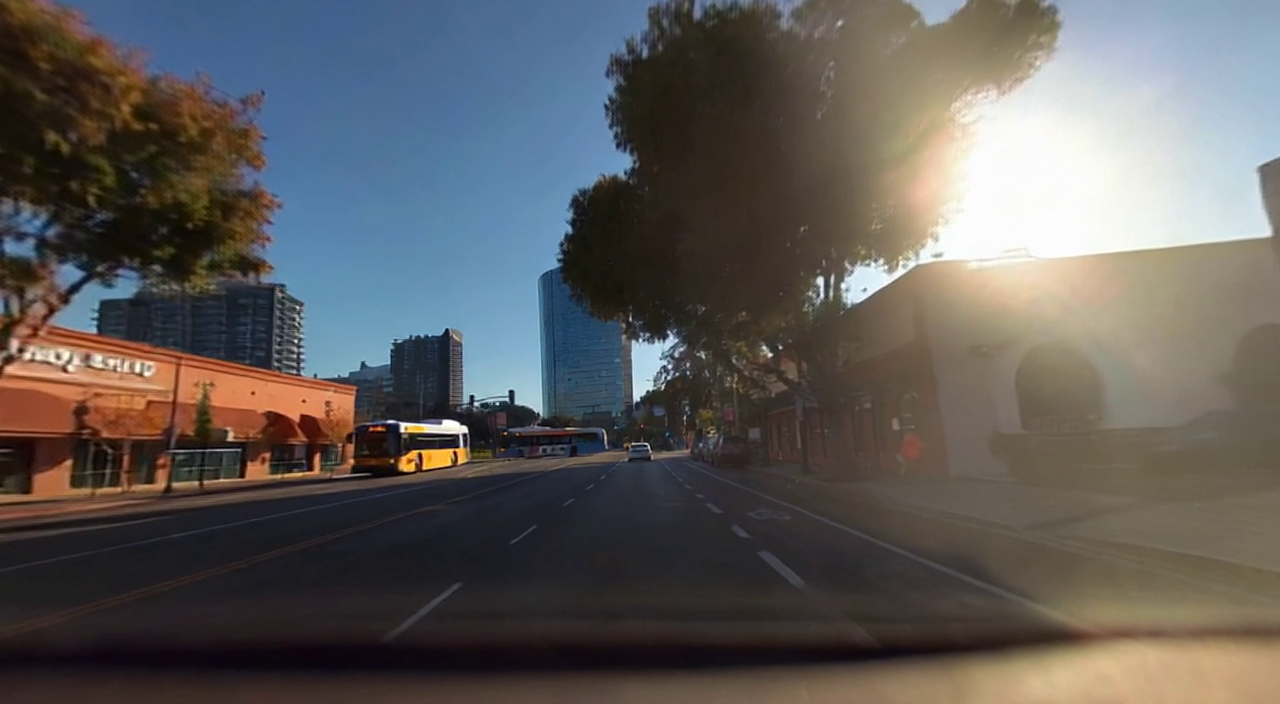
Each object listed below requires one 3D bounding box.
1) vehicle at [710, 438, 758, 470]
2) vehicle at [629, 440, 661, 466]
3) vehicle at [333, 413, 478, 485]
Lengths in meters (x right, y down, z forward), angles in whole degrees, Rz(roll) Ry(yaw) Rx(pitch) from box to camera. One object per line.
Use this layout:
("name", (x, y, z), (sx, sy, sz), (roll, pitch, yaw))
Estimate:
("vehicle", (5.191, 5.720, 35.412), (2.014, 1.681, 4.332), (0, -9, -1))
("vehicle", (0.298, 6.915, 43.298), (2.089, 1.699, 4.650), (0, -9, -1))
("vehicle", (-12.627, 5.519, 35.835), (3.356, 3.365, 12.460), (0, -9, 1))
